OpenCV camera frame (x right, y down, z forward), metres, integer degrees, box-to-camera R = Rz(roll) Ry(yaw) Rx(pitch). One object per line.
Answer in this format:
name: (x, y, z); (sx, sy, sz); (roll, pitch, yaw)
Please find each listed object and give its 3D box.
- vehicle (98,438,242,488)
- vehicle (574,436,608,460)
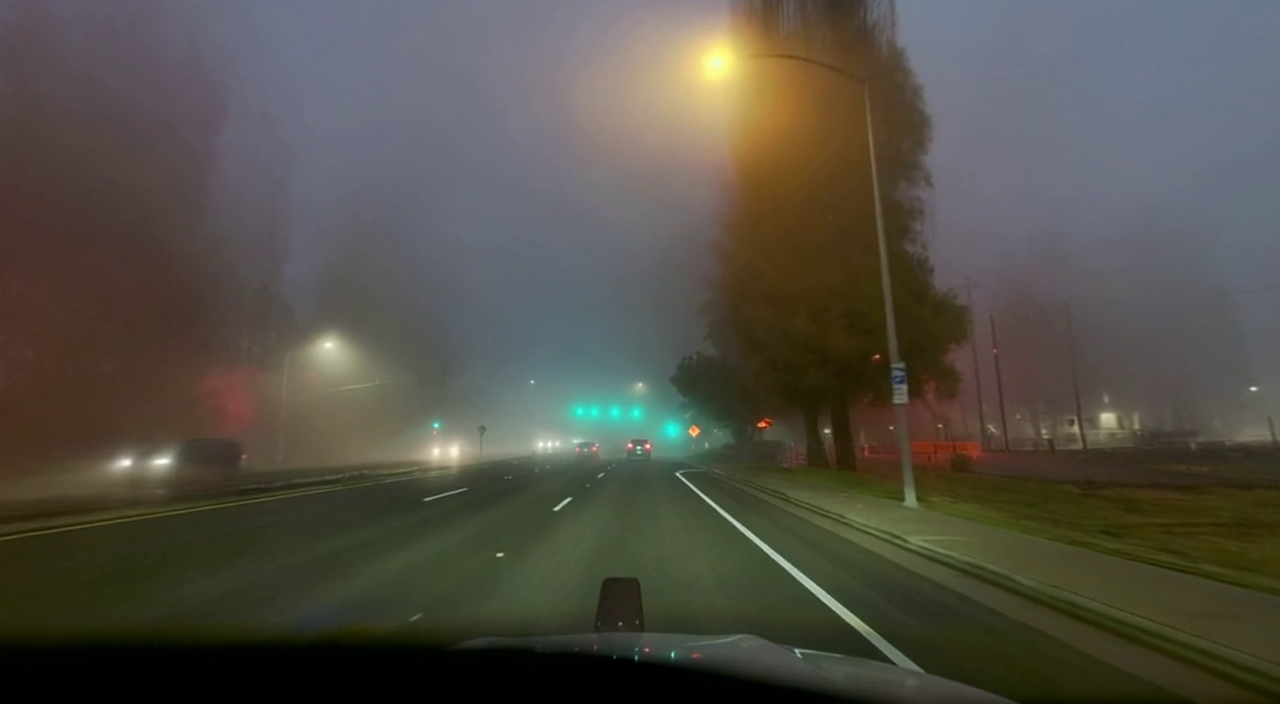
vehicle: (-17.550, 4.137, 23.855); (1.986, 1.711, 4.379); (0, -9, 1)
vehicle: (-3.645, 7.279, 47.765); (2.198, 1.663, 4.519); (0, -8, 0)
